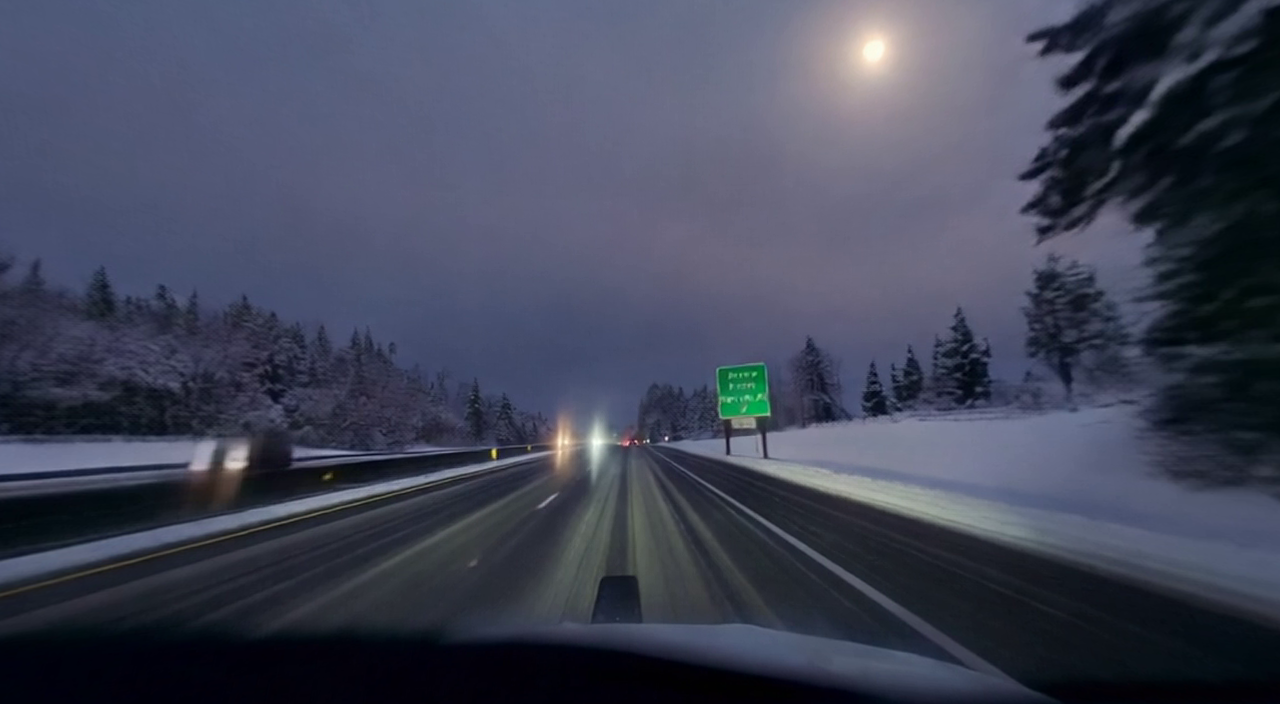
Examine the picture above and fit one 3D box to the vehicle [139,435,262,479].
[{"bbox_3d":[-16.549,3.931,24.007,1.736,1.495,4.113,0,-8,-1],"label":"vehicle"}]
